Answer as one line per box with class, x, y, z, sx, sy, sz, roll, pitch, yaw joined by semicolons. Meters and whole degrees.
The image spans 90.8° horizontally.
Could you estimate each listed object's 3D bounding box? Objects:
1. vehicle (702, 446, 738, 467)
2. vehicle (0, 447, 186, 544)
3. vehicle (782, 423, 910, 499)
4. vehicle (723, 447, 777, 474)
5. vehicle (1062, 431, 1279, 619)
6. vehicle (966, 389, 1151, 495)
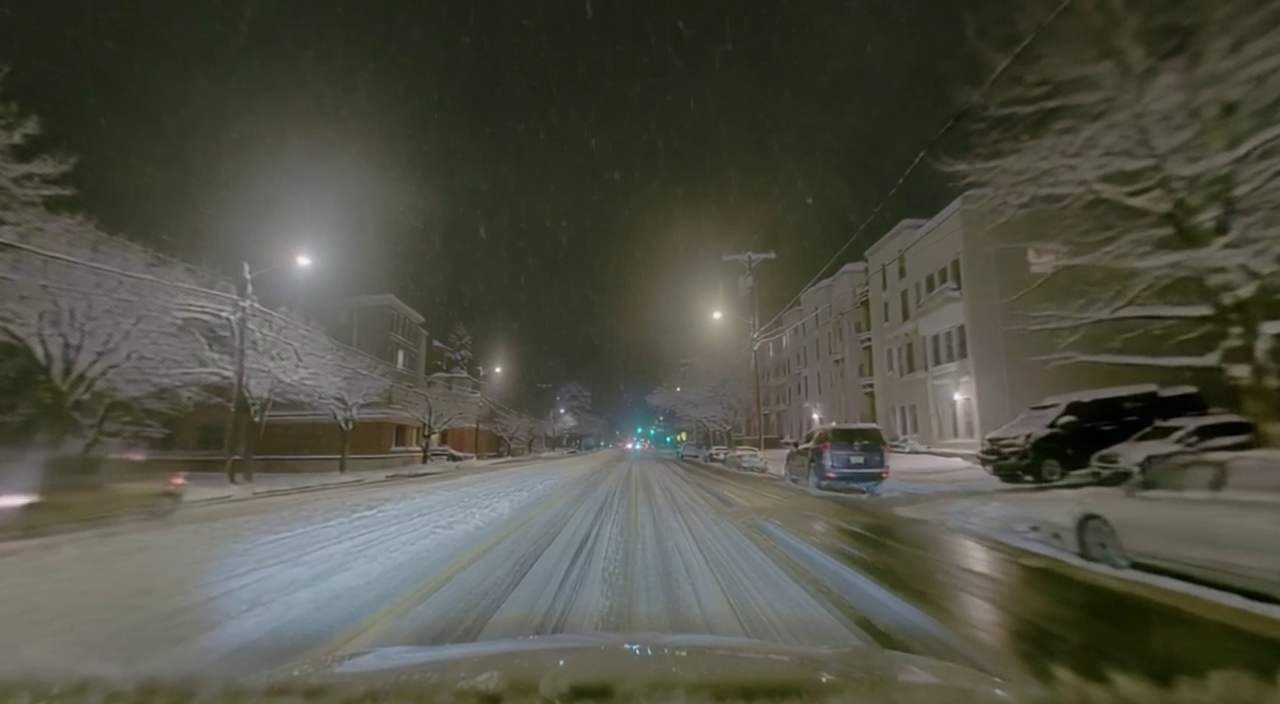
vehicle;5.912;7.808;47.516;1.944;1.478;4.885;0;-9;-2
vehicle;-10.679;2.457;11.317;1.847;1.460;4.294;0;-9;1
vehicle;6.283;3.428;20.287;2.267;2.037;6.240;-1;-9;3
vehicle;6.042;6.034;35.425;2.013;1.408;5.011;0;-9;-1
vehicle;6.158;1.463;5.546;1.914;1.517;4.320;0;-9;0
vehicle;11.812;2.608;18.325;1.794;2.637;4.533;-1;-9;-5
